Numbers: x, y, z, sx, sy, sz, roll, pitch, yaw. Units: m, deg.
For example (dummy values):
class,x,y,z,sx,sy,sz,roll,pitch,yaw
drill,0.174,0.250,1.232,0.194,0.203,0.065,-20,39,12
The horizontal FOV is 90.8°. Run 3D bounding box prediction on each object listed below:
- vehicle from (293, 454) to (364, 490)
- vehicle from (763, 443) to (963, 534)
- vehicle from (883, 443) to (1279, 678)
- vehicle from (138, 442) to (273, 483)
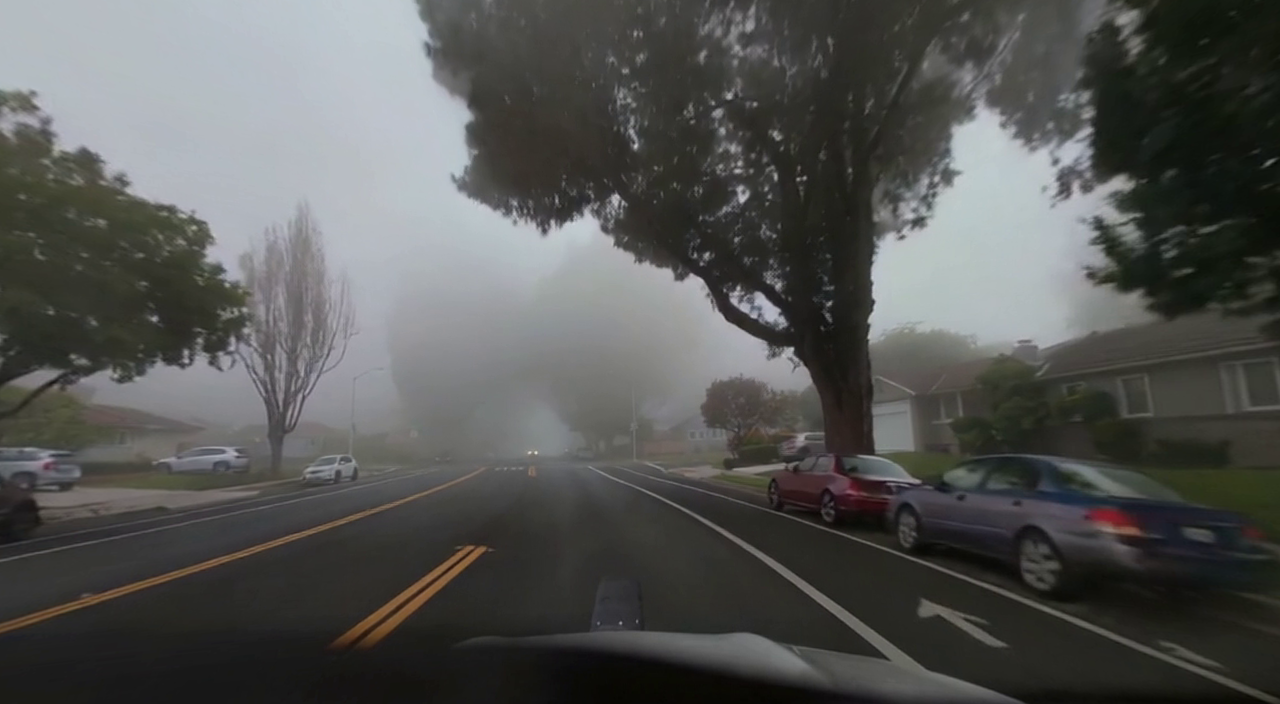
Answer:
class,x,y,z,sx,sy,sz,roll,pitch,yaw
vehicle,-14.921,5.737,30.514,1.870,1.451,4.140,0,-8,-8
vehicle,4.063,2.534,12.380,2.029,1.449,4.028,1,-9,-7
vehicle,4.563,1.662,6.451,1.872,1.423,4.874,0,-9,-5
vehicle,-23.211,5.917,33.958,5.560,1.892,2.099,-1,-9,-7
